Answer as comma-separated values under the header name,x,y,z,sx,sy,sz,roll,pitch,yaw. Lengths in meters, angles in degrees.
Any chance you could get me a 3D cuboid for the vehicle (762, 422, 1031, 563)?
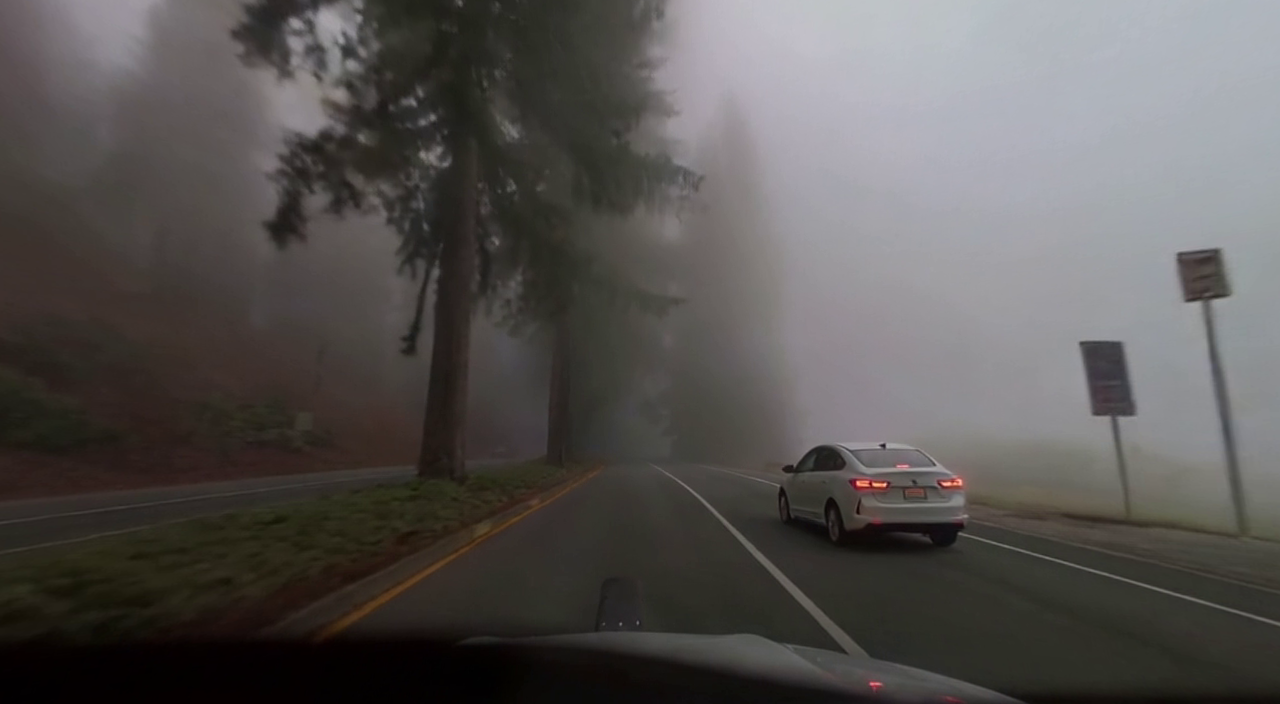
name,x,y,z,sx,sy,sz,roll,pitch,yaw
vehicle,3.360,1.946,9.519,2.060,1.584,4.592,0,-9,-1
